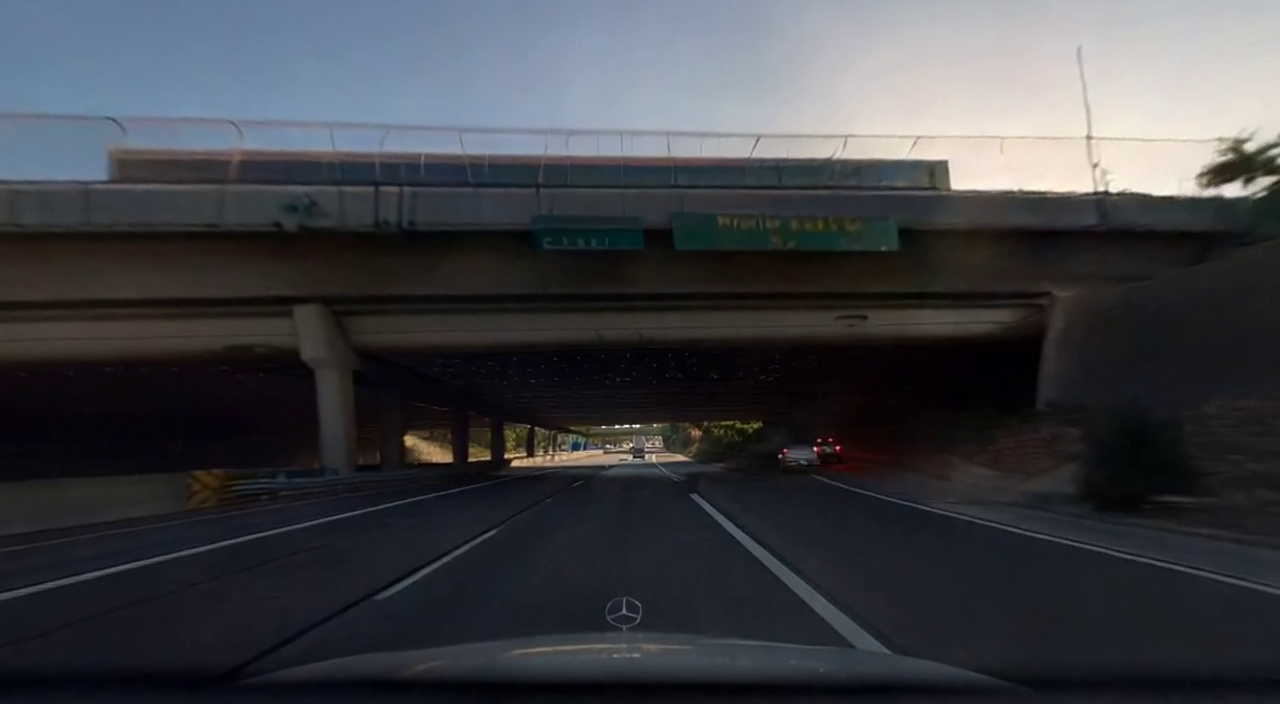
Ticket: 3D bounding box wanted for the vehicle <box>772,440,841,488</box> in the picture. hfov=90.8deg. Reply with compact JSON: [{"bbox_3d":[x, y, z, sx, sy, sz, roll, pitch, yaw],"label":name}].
[{"bbox_3d":[6.636,4.472,25.603,2.133,1.746,4.511,-1,-9,8],"label":"vehicle"}]
